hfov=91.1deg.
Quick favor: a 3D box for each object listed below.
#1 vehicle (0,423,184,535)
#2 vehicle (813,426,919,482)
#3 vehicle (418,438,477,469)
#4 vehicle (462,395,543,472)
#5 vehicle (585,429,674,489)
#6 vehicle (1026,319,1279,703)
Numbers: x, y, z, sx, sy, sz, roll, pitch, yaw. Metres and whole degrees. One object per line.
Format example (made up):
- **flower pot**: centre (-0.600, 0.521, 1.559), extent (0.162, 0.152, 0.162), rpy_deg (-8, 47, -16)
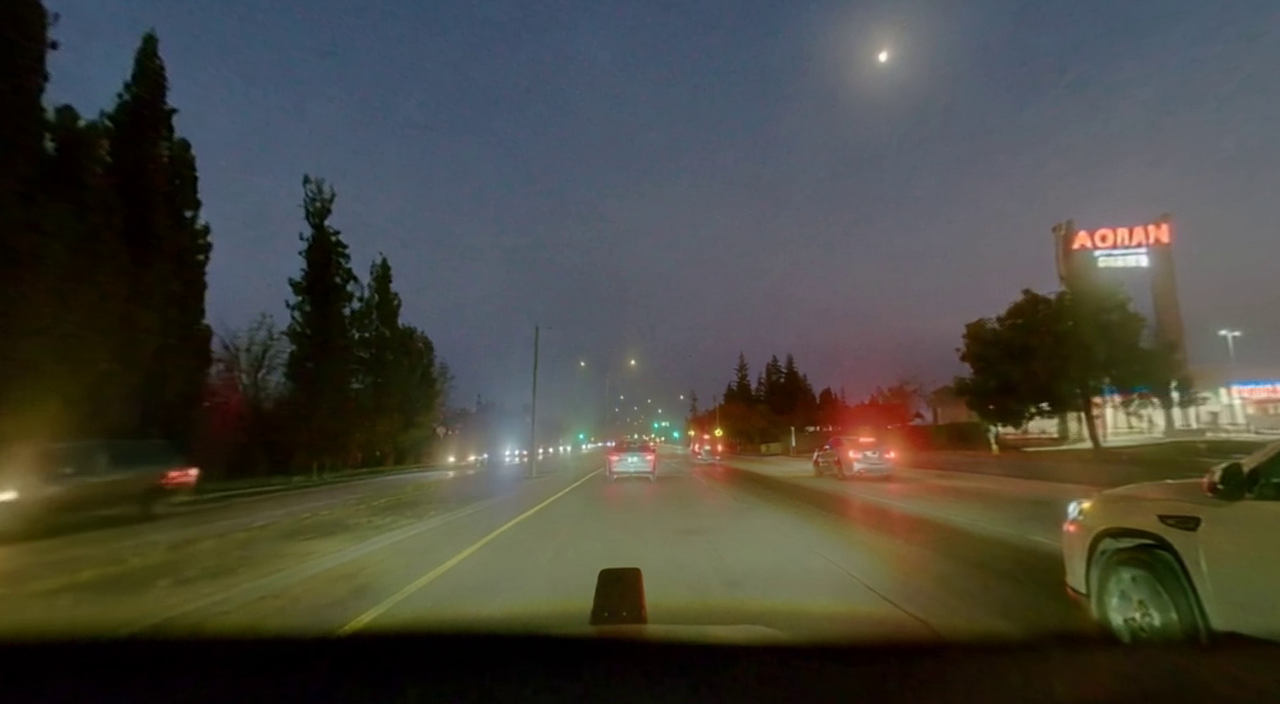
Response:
- **vehicle**: centre (-11.841, 2.383, 12.270), extent (2.172, 1.865, 4.728), rpy_deg (0, -8, 1)
- **vehicle**: centre (7.844, 3.576, 22.290), extent (2.090, 1.768, 4.407), rpy_deg (0, -8, 0)
- **vehicle**: centre (-11.682, 6.190, 38.455), extent (2.058, 1.759, 4.577), rpy_deg (0, -8, 2)
- **vehicle**: centre (-8.055, 4.941, 37.854), extent (3.021, 4.215, 7.024), rpy_deg (0, -8, 1)
- **vehicle**: centre (-0.269, 3.107, 18.585), extent (2.315, 1.563, 4.080), rpy_deg (0, -8, 0)
- **vehicle**: centre (3.579, 0.658, 1.783), extent (2.090, 1.763, 4.560), rpy_deg (0, -8, 1)
